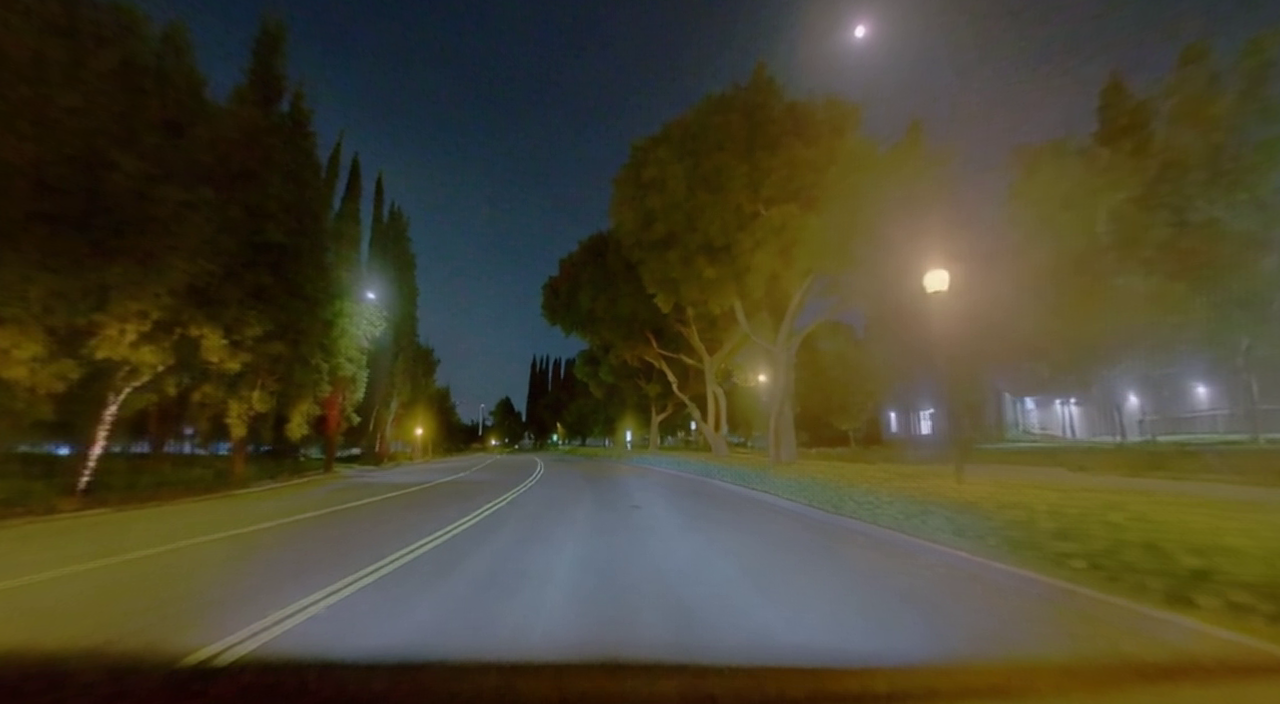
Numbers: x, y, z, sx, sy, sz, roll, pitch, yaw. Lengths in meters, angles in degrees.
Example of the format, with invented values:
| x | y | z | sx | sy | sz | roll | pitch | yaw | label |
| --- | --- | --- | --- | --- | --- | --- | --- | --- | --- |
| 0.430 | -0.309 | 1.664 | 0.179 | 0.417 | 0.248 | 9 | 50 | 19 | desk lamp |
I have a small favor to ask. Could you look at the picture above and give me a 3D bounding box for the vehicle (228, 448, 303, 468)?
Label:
| x | y | z | sx | sy | sz | roll | pitch | yaw | label |
| --- | --- | --- | --- | --- | --- | --- | --- | --- | --- |
| -29.037 | 8.252 | 49.110 | 4.527 | 1.441 | 2.024 | 1 | -8 | -8 | vehicle |
